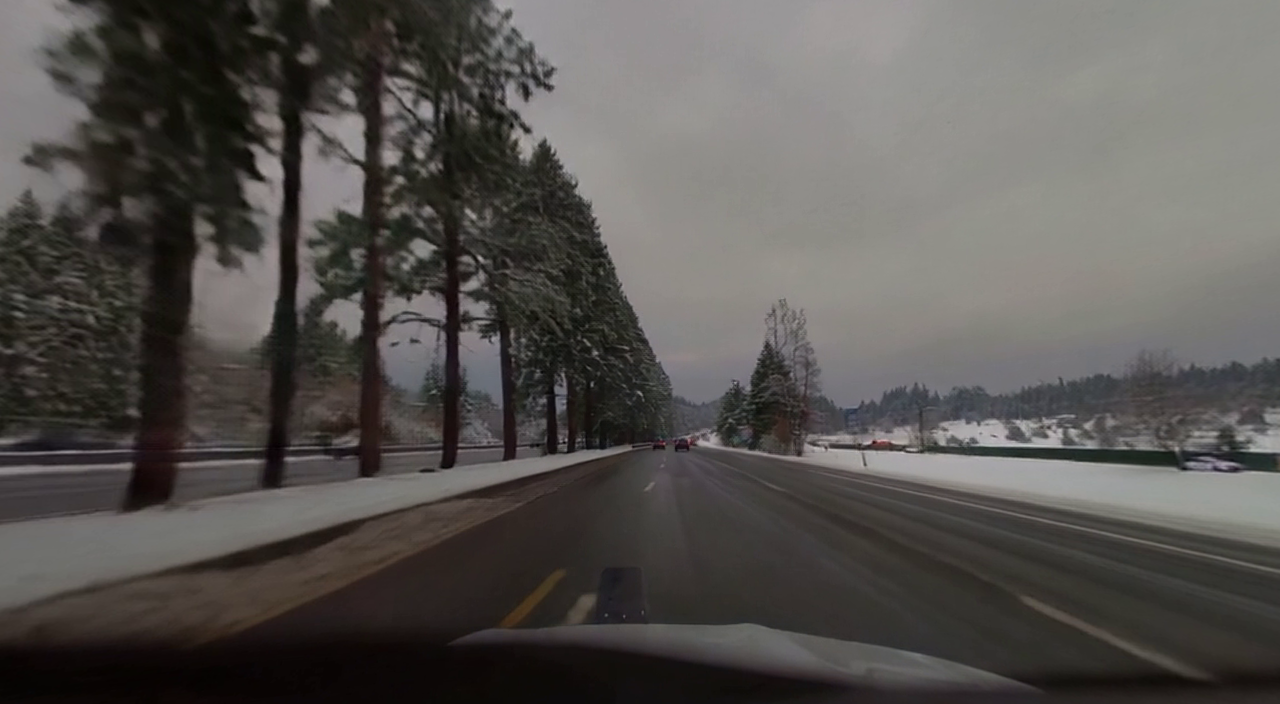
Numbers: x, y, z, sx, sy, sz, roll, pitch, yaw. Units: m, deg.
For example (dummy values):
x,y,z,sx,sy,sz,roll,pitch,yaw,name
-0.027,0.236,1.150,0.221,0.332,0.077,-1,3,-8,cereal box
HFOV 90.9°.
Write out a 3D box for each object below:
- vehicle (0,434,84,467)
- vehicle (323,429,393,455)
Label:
x,y,z,sx,sy,sz,roll,pitch,yaw,name
-29.786,4.734,30.387,1.760,1.466,4.396,-1,-8,4,vehicle
-20.857,6.709,46.995,2.197,1.750,5.738,-1,-8,5,vehicle
